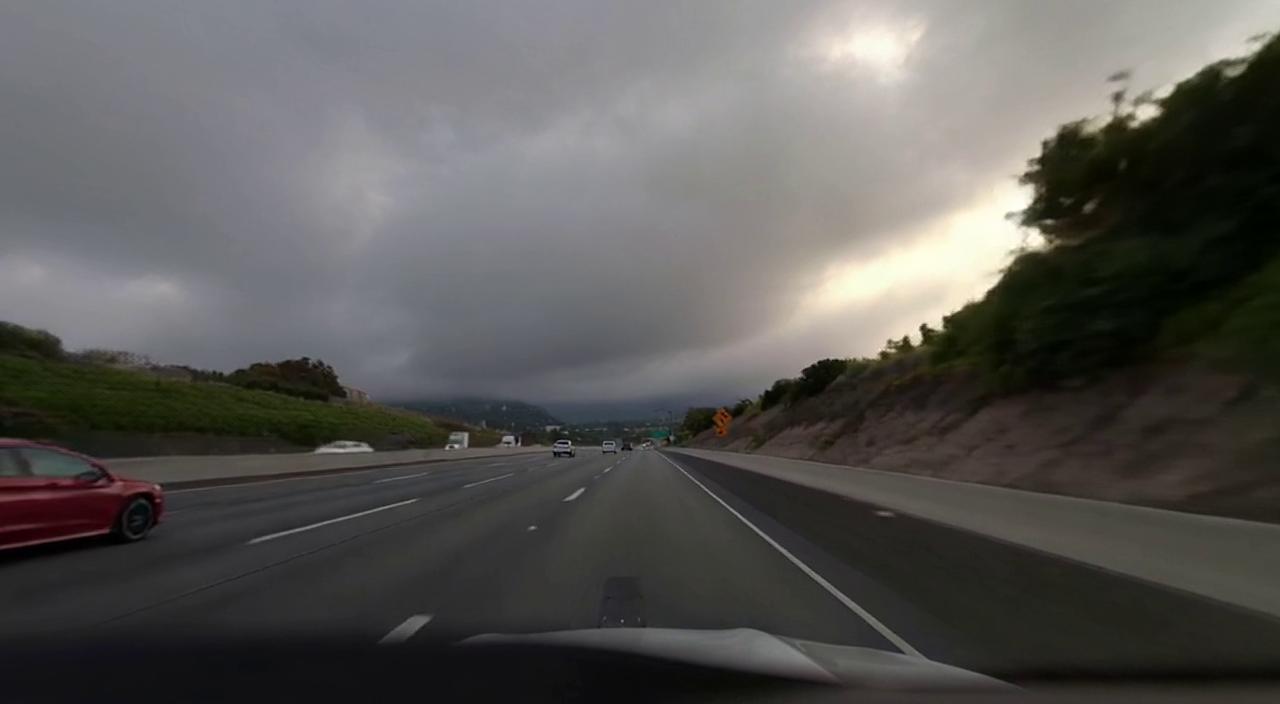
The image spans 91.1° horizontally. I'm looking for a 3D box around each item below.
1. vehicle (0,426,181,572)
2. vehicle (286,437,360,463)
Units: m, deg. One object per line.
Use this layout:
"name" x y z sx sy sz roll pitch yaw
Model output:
"vehicle" -7.472 1.507 6.474 1.949 1.465 4.563 0 -8 1
"vehicle" -21.655 6.716 43.173 2.105 1.664 5.527 0 -8 1
